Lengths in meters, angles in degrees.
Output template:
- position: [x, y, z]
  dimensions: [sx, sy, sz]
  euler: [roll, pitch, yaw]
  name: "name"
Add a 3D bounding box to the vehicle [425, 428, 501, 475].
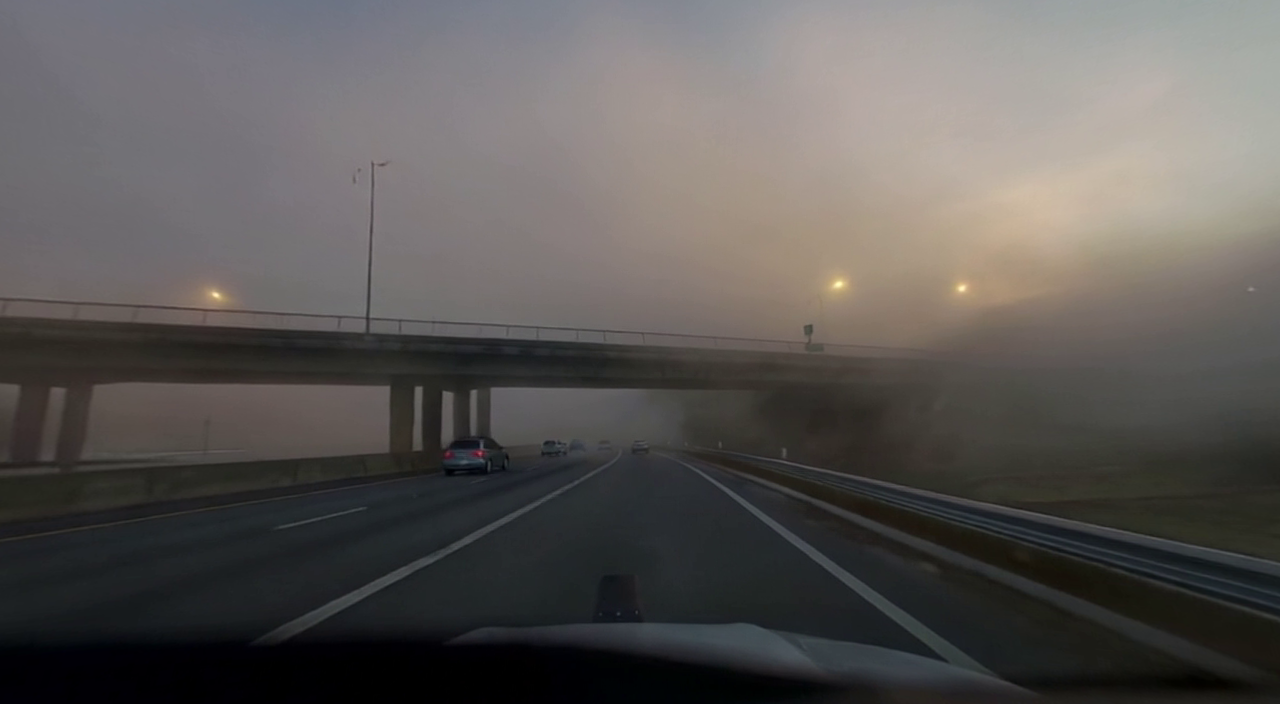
- position: [-7.721, 4.372, 27.906]
  dimensions: [1.956, 1.888, 4.512]
  euler: [-1, -8, 1]
  name: "vehicle"
